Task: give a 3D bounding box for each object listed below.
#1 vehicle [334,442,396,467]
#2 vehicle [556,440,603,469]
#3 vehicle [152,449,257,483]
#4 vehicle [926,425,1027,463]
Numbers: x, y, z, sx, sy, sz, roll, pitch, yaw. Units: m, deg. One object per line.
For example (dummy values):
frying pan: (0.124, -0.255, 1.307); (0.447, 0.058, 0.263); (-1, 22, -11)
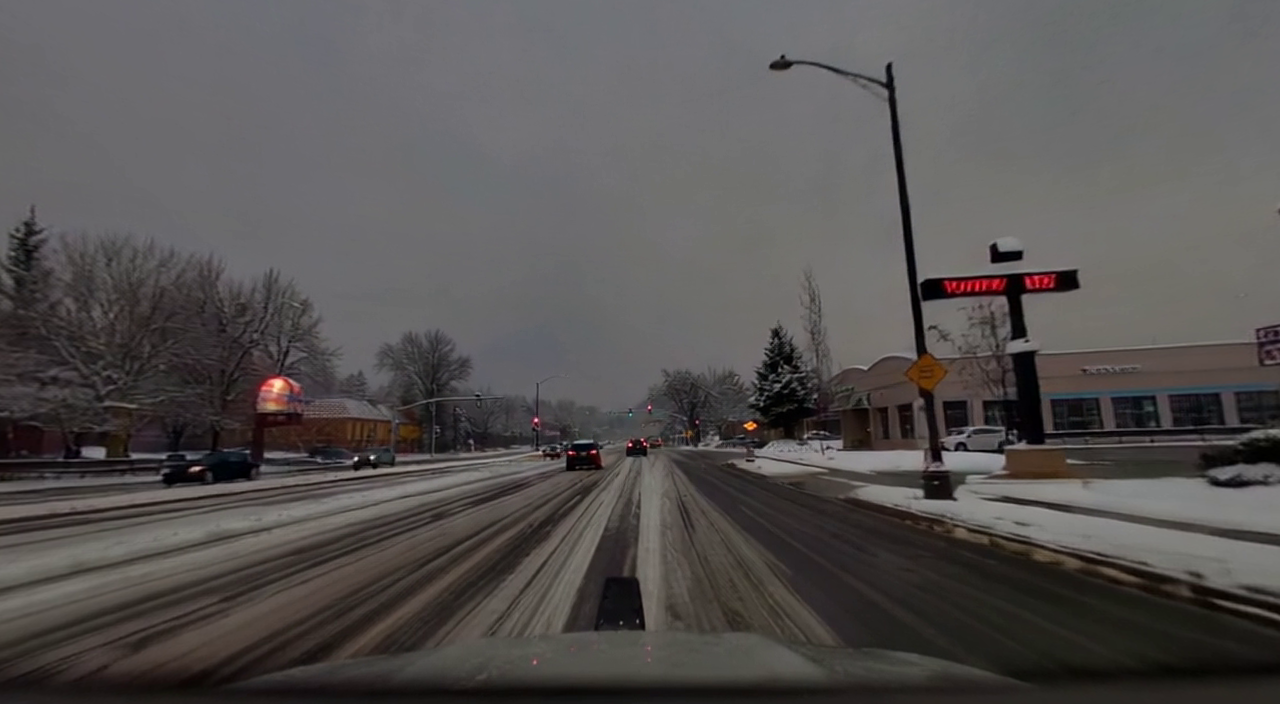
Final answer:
vehicle: (-20.786, 7.773, 48.020); (2.211, 1.813, 4.818); (-1, -9, 6)
vehicle: (-3.330, 5.782, 35.713); (2.179, 1.490, 4.742); (0, -9, 0)
vehicle: (-20.671, 5.385, 30.231); (1.818, 1.488, 4.344); (-1, -9, 2)
vehicle: (14.718, 4.072, 28.056); (2.036, 1.520, 5.417); (-1, -8, 7)
